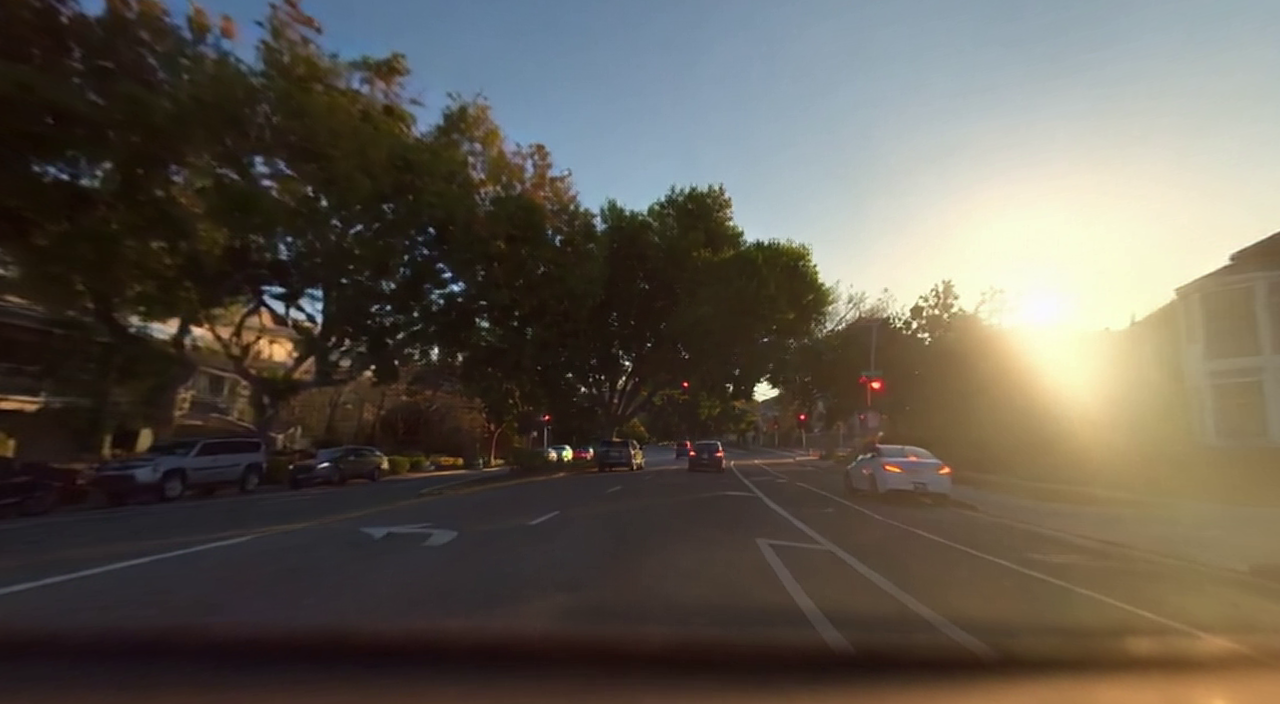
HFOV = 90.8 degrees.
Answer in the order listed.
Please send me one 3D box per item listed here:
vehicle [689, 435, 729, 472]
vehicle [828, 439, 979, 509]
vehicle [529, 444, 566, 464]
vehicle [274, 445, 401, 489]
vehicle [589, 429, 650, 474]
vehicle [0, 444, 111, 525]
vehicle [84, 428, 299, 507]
[{"bbox_3d":[3.515,5.060,31.637,1.852,1.680,4.488,-1,-8,8],"label":"vehicle"},{"bbox_3d":[6.454,3.000,16.215,2.104,1.489,4.962,-1,-8,5],"label":"vehicle"},{"bbox_3d":[-7.060,7.856,48.649,1.876,1.492,3.790,-2,-9,8],"label":"vehicle"},{"bbox_3d":[-11.040,4.194,23.522,1.782,1.472,4.744,-1,-8,9],"label":"vehicle"},{"bbox_3d":[-0.807,4.392,28.012,1.877,1.827,4.298,-1,-8,9],"label":"vehicle"},{"bbox_3d":[-12.734,2.446,11.648,1.809,1.469,4.485,-1,-8,5],"label":"vehicle"},{"bbox_3d":[-12.020,3.114,17.500,2.115,1.853,4.745,-1,-8,6],"label":"vehicle"}]
